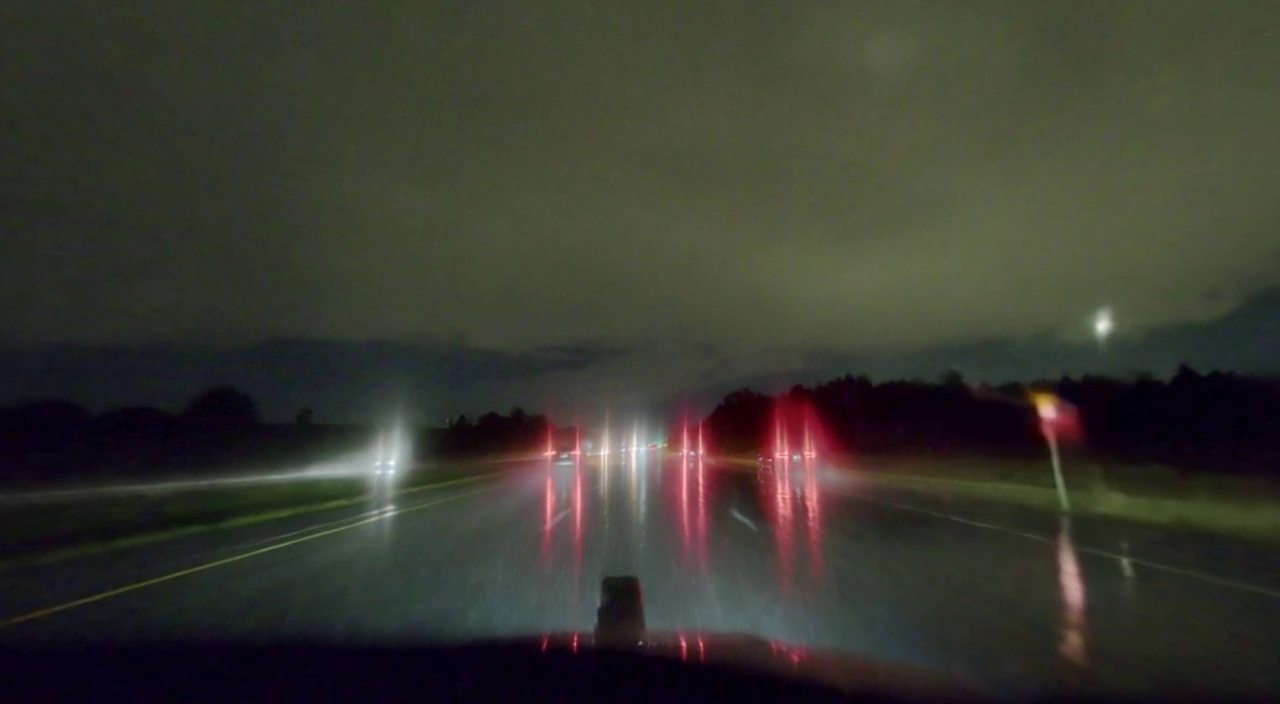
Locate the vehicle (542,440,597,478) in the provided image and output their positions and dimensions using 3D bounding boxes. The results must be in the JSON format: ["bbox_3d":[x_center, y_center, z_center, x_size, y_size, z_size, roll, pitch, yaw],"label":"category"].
[{"bbox_3d":[-3.345,5.157,30.550,2.070,1.707,4.309,0,-9,1],"label":"vehicle"}]
